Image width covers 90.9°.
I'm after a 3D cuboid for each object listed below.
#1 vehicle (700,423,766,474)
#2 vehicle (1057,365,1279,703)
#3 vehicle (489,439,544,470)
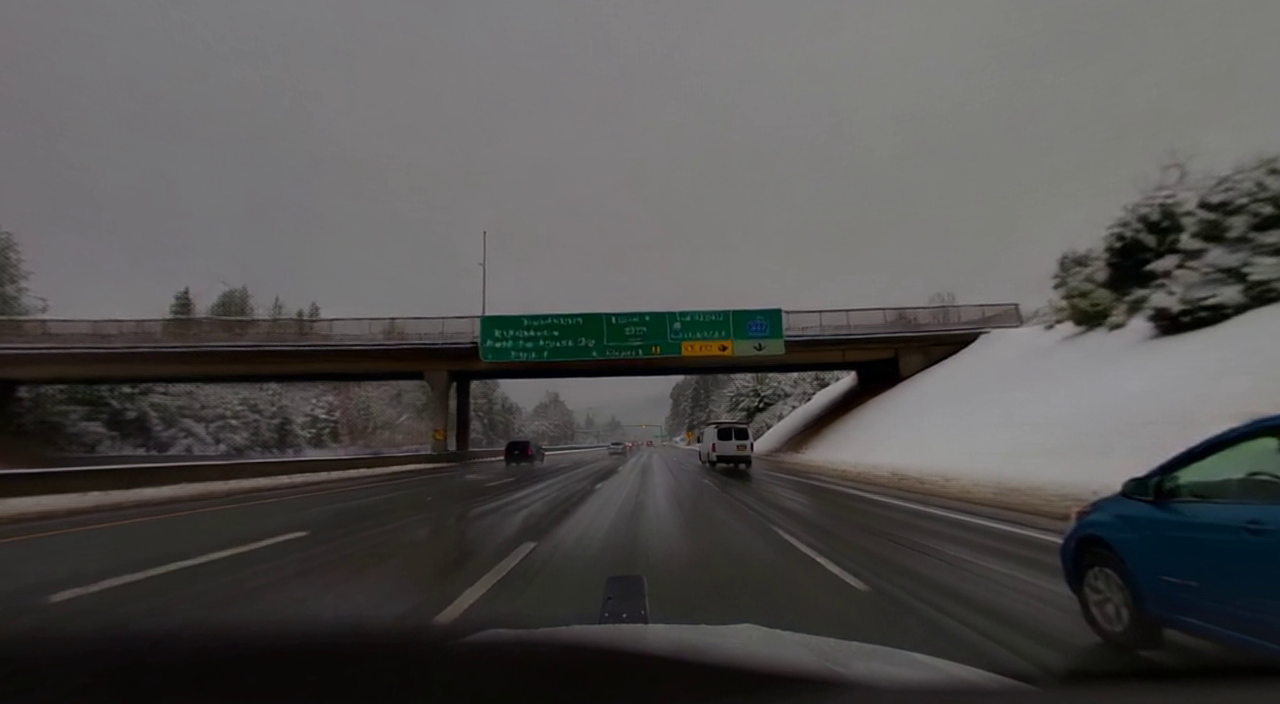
[{"bbox_3d":[4.381,4.669,30.614,2.347,2.234,5.352,0,-8,0],"label":"vehicle"},{"bbox_3d":[4.173,0.808,2.391,2.100,1.690,4.536,0,-8,1],"label":"vehicle"},{"bbox_3d":[-6.943,5.798,35.943,2.068,1.632,4.623,-1,-8,1],"label":"vehicle"}]
